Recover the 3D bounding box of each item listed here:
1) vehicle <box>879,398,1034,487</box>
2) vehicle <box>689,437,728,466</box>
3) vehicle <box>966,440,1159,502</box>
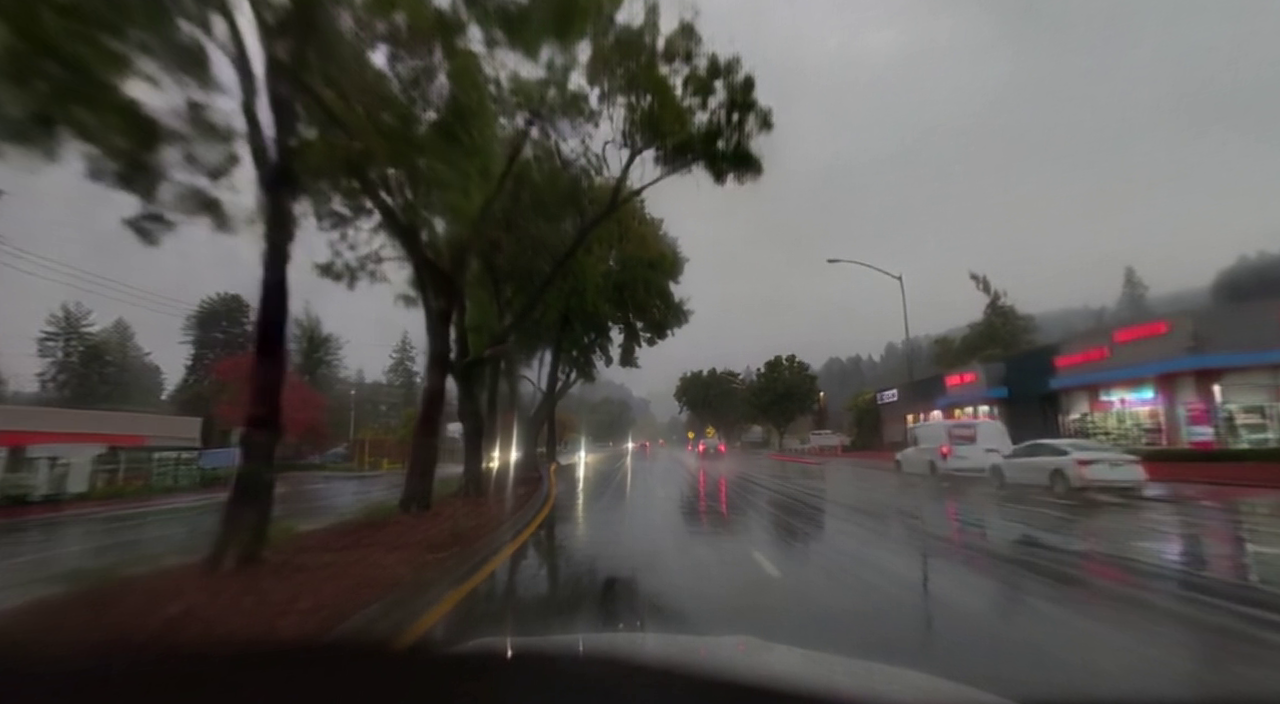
[{"bbox_3d":[10.949,3.236,22.580,2.507,2.745,5.779,0,-9,0],"label":"vehicle"},{"bbox_3d":[4.167,6.103,38.899,1.957,1.643,4.226,0,-9,0],"label":"vehicle"},{"bbox_3d":[10.880,3.080,16.845,1.857,1.411,4.859,0,-9,1],"label":"vehicle"}]
